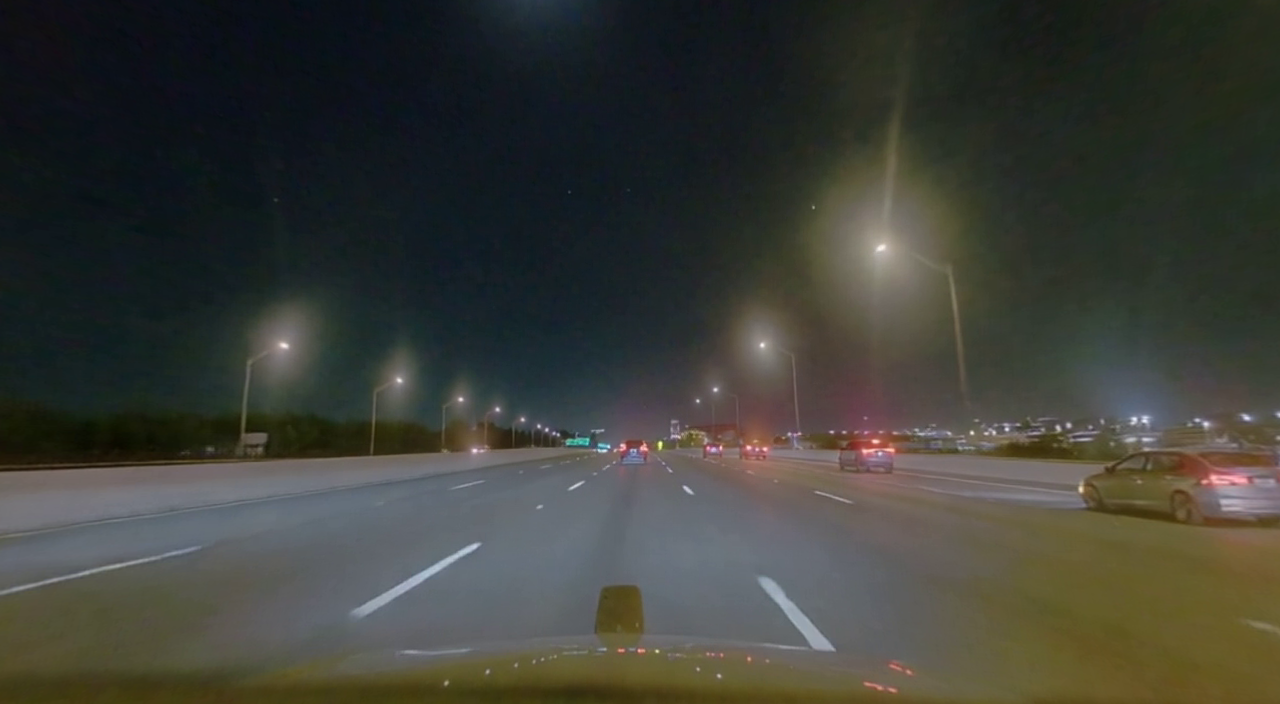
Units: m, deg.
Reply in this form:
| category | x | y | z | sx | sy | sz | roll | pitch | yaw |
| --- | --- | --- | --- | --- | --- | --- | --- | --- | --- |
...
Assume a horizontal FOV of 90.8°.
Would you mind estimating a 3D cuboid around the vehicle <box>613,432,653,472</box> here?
| category | x | y | z | sx | sy | sz | roll | pitch | yaw |
| --- | --- | --- | --- | --- | --- | --- | --- | --- | --- |
| vehicle | -0.282 | 5.024 | 31.889 | 1.893 | 1.827 | 4.513 | 0 | -8 | 1 |

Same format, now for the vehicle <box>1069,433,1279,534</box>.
| category | x | y | z | sx | sy | sz | roll | pitch | yaw |
| --- | --- | --- | --- | --- | --- | --- | --- | --- | --- |
| vehicle | 10.154 | 2.206 | 11.199 | 1.900 | 1.432 | 4.519 | 0 | -8 | 0 |
